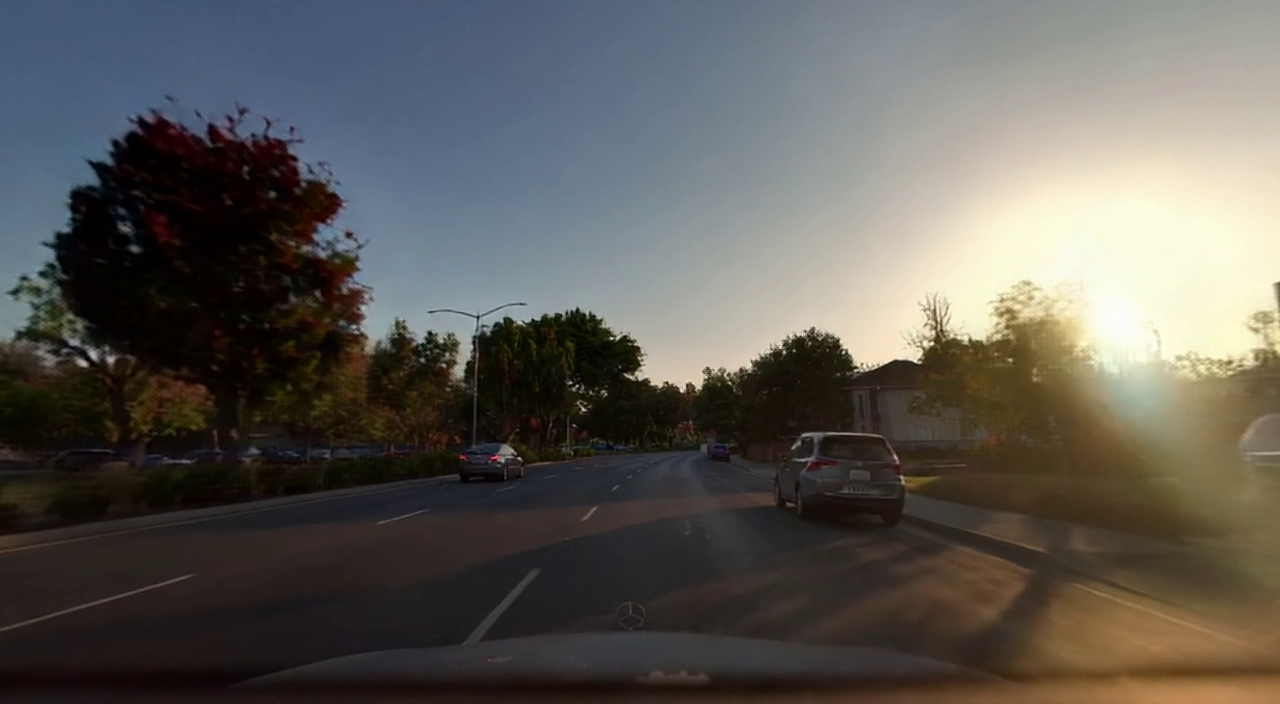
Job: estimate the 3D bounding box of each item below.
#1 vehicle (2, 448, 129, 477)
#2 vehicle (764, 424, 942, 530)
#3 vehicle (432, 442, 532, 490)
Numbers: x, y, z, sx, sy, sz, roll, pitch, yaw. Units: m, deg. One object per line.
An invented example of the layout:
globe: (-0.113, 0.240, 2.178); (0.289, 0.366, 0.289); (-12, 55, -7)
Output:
vehicle: (-30.304, 5.849, 33.368); (4.481, 1.441, 1.960); (2, -8, -10)
vehicle: (3.931, 2.383, 12.664); (2.064, 1.697, 4.718); (0, -8, 2)
vehicle: (-5.266, 3.857, 21.773); (2.060, 1.473, 4.645); (0, -8, 3)
